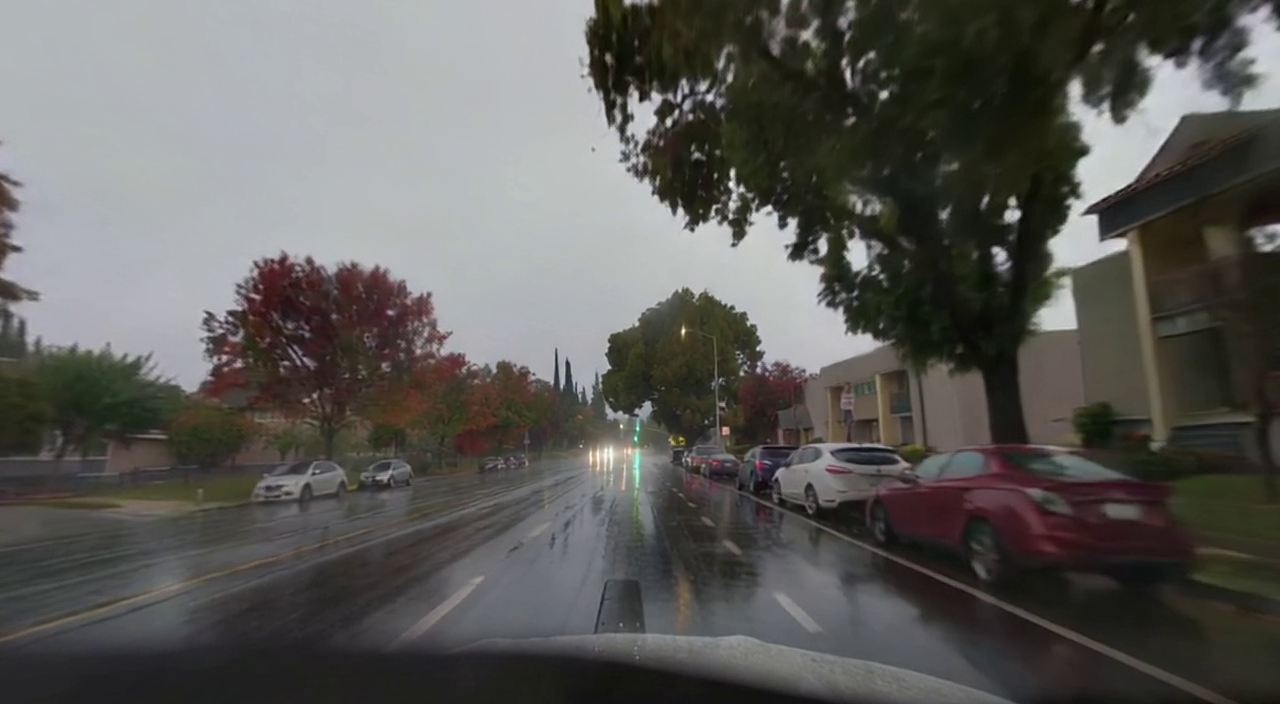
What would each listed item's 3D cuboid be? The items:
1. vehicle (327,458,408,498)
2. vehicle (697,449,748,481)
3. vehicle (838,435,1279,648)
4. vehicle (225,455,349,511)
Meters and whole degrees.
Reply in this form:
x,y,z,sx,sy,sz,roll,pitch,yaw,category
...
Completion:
x,y,z,sx,sy,sz,roll,pitch,yaw,category
-13.912,6.407,32.610,2.239,1.645,4.700,-3,-8,-1,vehicle
4.057,5.623,31.823,1.845,1.443,4.531,0,-9,-2,vehicle
4.012,1.703,6.935,2.100,1.478,4.816,0,-9,0,vehicle
-13.671,5.048,24.922,2.220,1.747,4.980,-3,-8,-3,vehicle
